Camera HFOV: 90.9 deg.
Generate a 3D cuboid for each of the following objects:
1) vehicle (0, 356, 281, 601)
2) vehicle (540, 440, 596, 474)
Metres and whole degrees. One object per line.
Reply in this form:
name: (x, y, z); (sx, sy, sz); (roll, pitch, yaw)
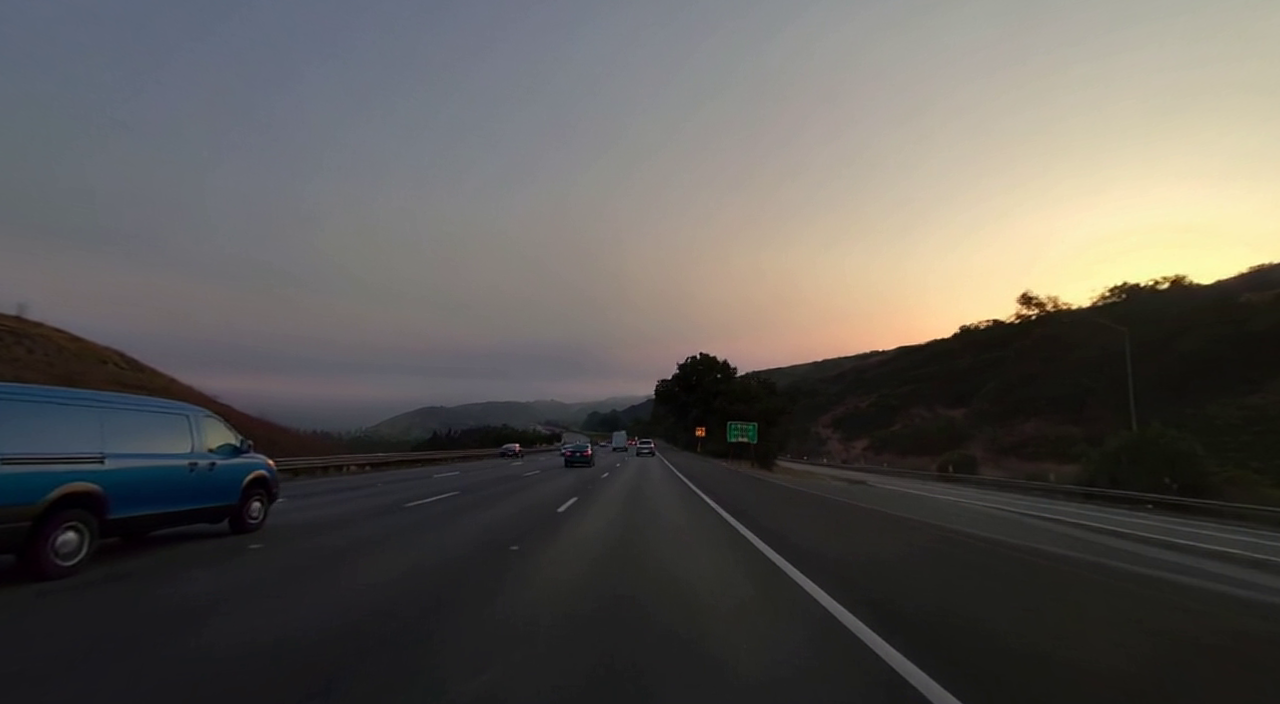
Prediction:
vehicle: (-6.841, 1.316, 6.883); (2.437, 2.135, 5.643); (0, -8, 1)
vehicle: (-3.387, 5.038, 30.599); (2.080, 1.505, 4.649); (0, -8, 1)
